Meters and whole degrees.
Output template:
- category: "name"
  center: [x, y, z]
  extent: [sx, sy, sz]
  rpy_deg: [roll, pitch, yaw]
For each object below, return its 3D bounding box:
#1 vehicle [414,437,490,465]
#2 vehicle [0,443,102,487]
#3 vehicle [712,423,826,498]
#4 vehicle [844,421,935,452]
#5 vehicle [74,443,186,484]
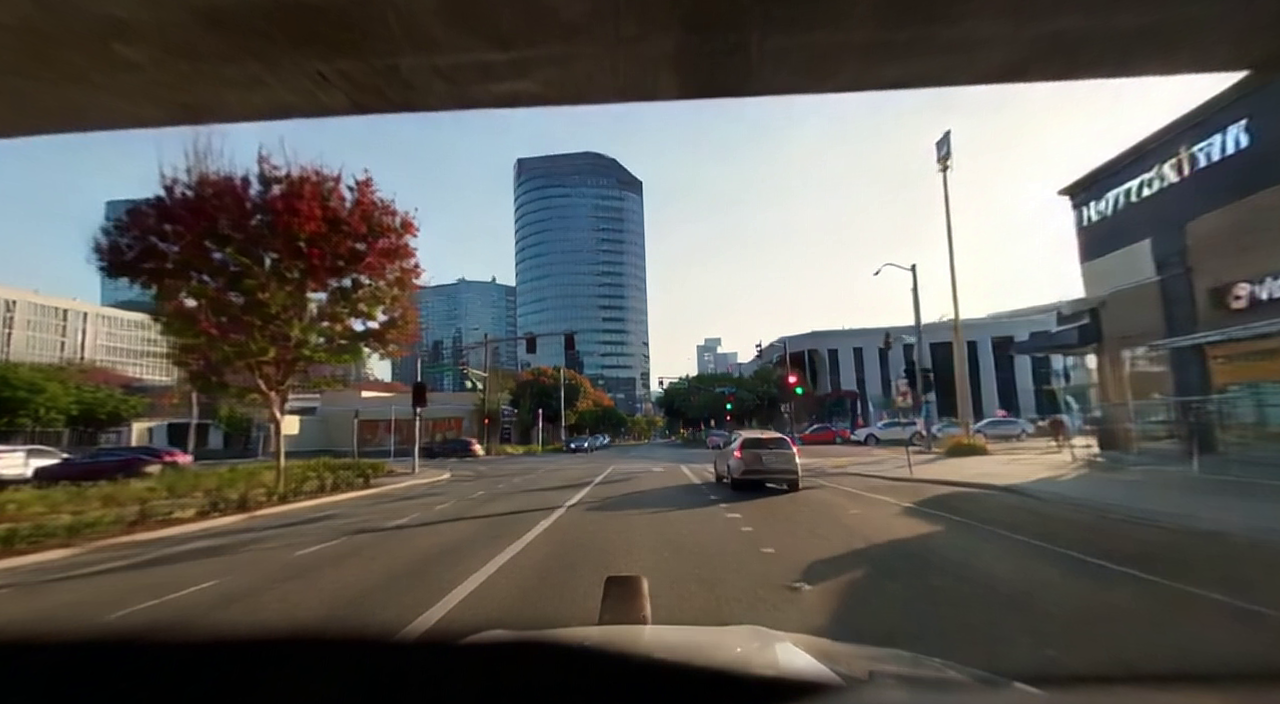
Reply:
- category: "vehicle"
  center: [-11.403, 5.986, 38.293]
  extent: [4.037, 1.562, 2.099]
  rpy_deg: [-4, -9, 26]
- category: "vehicle"
  center: [-27.443, 5.083, 28.755]
  extent: [1.807, 1.795, 4.566]
  rpy_deg: [0, -8, 0]
- category: "vehicle"
  center: [2.956, 2.569, 15.360]
  extent: [1.947, 1.576, 3.825]
  rpy_deg: [0, -8, 0]
- category: "vehicle"
  center: [14.912, 5.094, 37.852]
  extent: [4.611, 1.778, 1.939]
  rpy_deg: [0, -8, 0]
- category: "vehicle"
  center: [-23.039, 4.998, 28.705]
  extent: [1.757, 1.699, 3.854]
  rpy_deg: [0, -8, 1]
